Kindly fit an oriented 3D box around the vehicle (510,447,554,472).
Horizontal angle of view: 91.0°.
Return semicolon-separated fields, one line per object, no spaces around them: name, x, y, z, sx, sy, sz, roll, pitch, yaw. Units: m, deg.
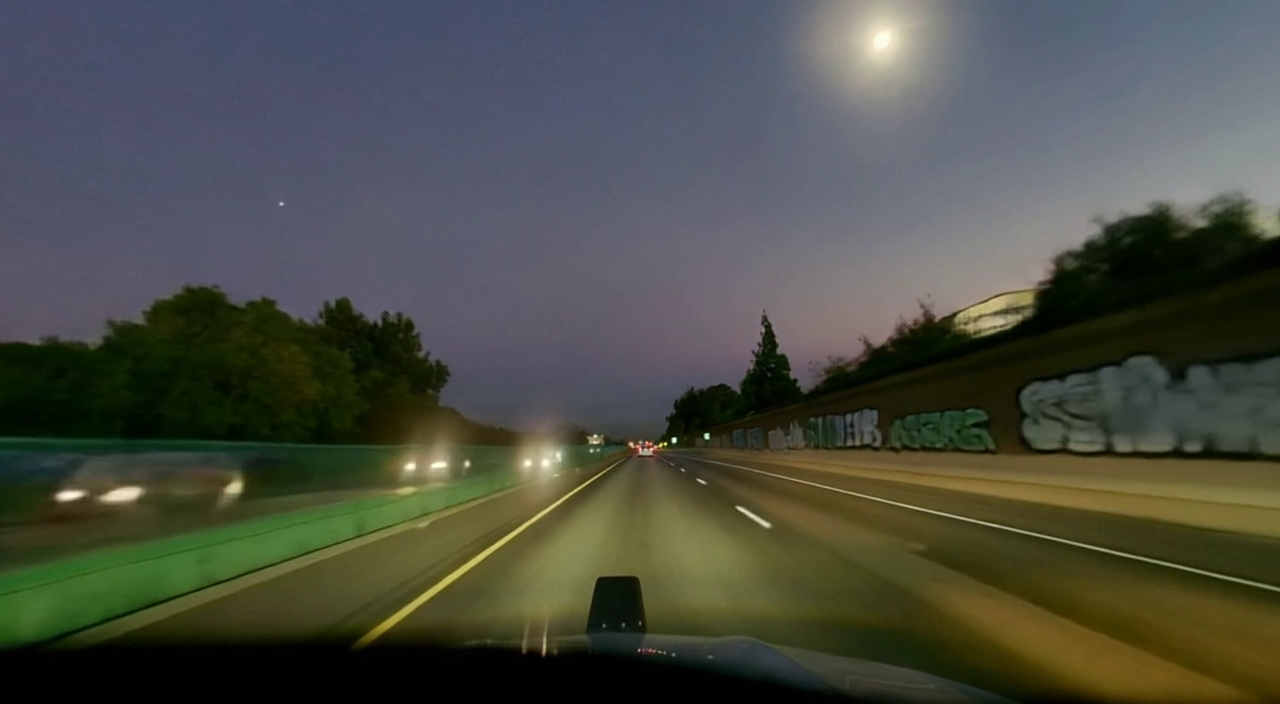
vehicle;-6.899;6.901;40.631;2.034;1.457;4.469;0;-8;1
